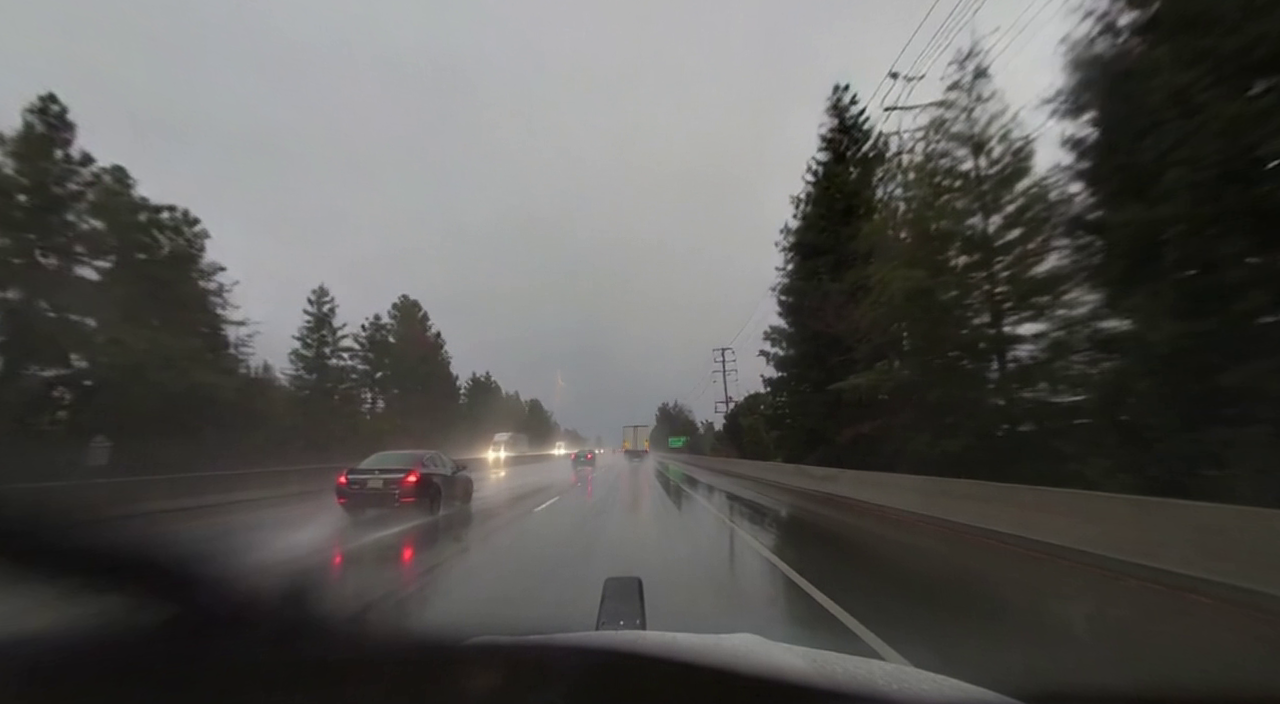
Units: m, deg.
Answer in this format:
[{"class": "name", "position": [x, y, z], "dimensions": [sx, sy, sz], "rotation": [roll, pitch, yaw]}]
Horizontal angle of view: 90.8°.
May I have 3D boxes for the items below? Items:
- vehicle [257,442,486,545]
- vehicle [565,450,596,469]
[{"class": "vehicle", "position": [-4.387, 2.371, 11.258], "dimensions": [2.106, 1.445, 4.404], "rotation": [0, -9, 1]}, {"class": "vehicle", "position": [-4.572, 8.382, 49.256], "dimensions": [2.032, 1.381, 3.909], "rotation": [0, -9, 0]}]
